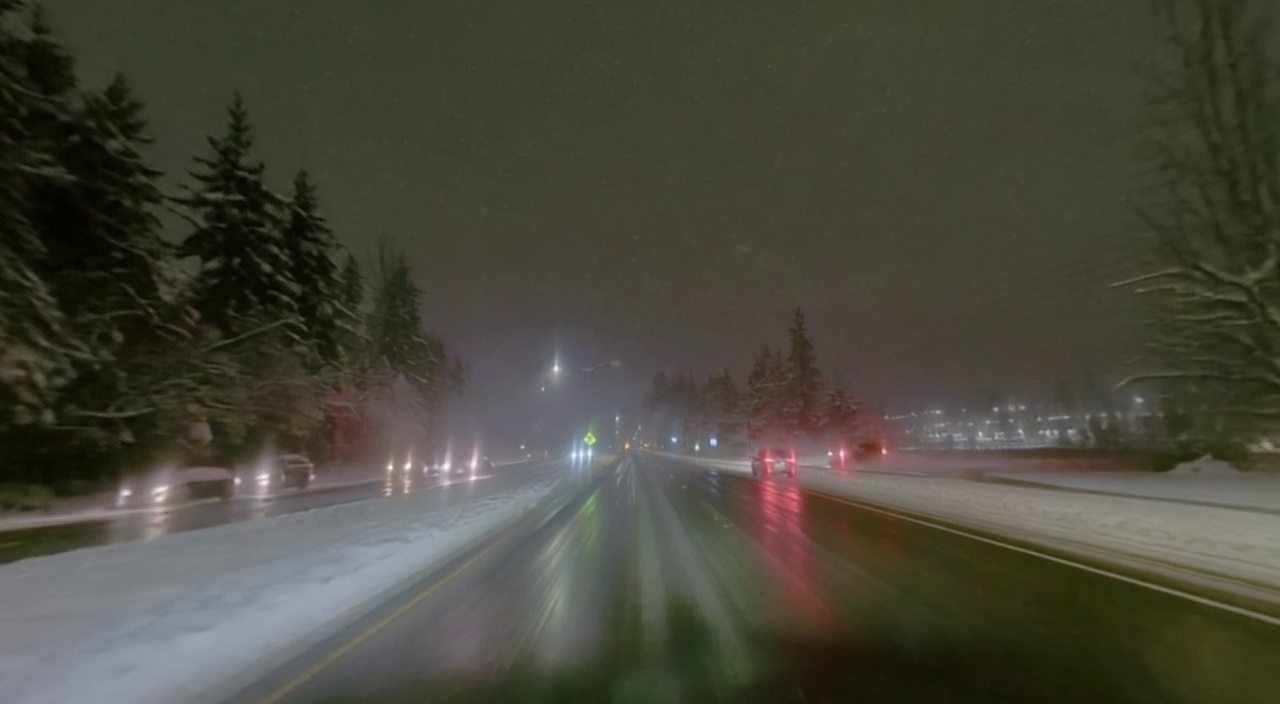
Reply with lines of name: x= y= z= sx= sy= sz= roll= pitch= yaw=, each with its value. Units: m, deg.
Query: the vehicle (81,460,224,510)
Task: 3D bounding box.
vehicle: x=-17.905 y=4.850 z=23.531 sx=1.851 sy=1.563 sz=4.336 roll=0 pitch=-9 yaw=-1

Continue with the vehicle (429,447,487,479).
vehicle: x=-9.682 y=5.917 z=33.938 sx=1.972 sy=1.626 sz=3.940 roll=0 pitch=-9 yaw=0

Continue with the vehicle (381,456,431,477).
vehicle: x=-17.683 y=8.640 z=47.963 sx=1.961 sy=1.437 sz=4.867 roll=0 pitch=-9 yaw=0

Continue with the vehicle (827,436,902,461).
vehicle: x=16.703 y=7.215 z=47.150 sx=4.807 sy=1.768 sz=1.947 roll=-1 pitch=-9 yaw=2

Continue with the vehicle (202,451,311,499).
vehicle: x=-17.860 y=5.696 z=29.775 sx=1.926 sy=1.684 sz=5.378 roll=-3 pitch=-7 yaw=-1

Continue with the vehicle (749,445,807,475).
vehicle: x=7.241 y=5.710 z=33.596 sx=1.961 sy=1.465 sz=4.468 roll=0 pitch=-9 yaw=-2
